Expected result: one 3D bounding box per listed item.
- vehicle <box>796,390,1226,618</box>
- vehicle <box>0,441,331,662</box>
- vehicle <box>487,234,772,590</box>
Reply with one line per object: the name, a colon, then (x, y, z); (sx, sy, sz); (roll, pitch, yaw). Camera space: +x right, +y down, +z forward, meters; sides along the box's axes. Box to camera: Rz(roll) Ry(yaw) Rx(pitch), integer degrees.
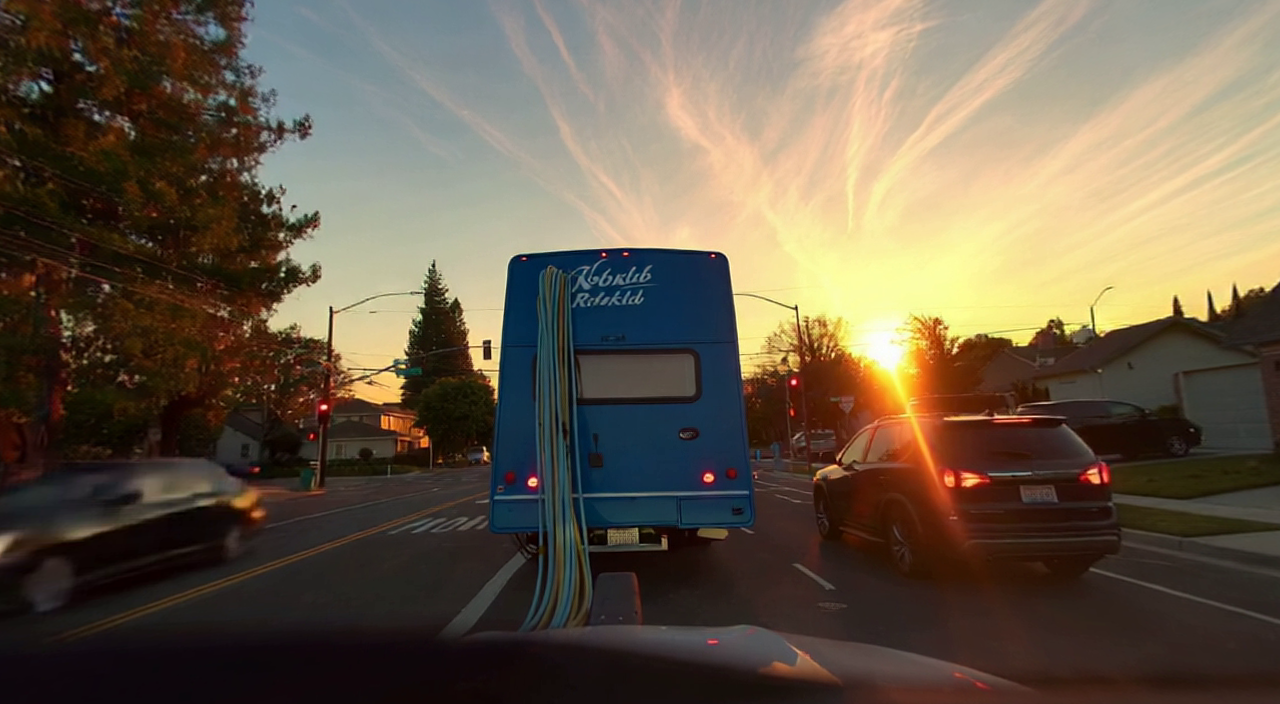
vehicle: (3.410, 1.494, 7.134); (2.104, 1.735, 4.408); (0, -9, 0)
vehicle: (-5.376, 1.714, 6.625); (1.979, 1.483, 4.668); (0, -9, -1)
vehicle: (-0.106, 1.131, 10.318); (2.709, 3.511, 8.213); (0, -9, 0)
